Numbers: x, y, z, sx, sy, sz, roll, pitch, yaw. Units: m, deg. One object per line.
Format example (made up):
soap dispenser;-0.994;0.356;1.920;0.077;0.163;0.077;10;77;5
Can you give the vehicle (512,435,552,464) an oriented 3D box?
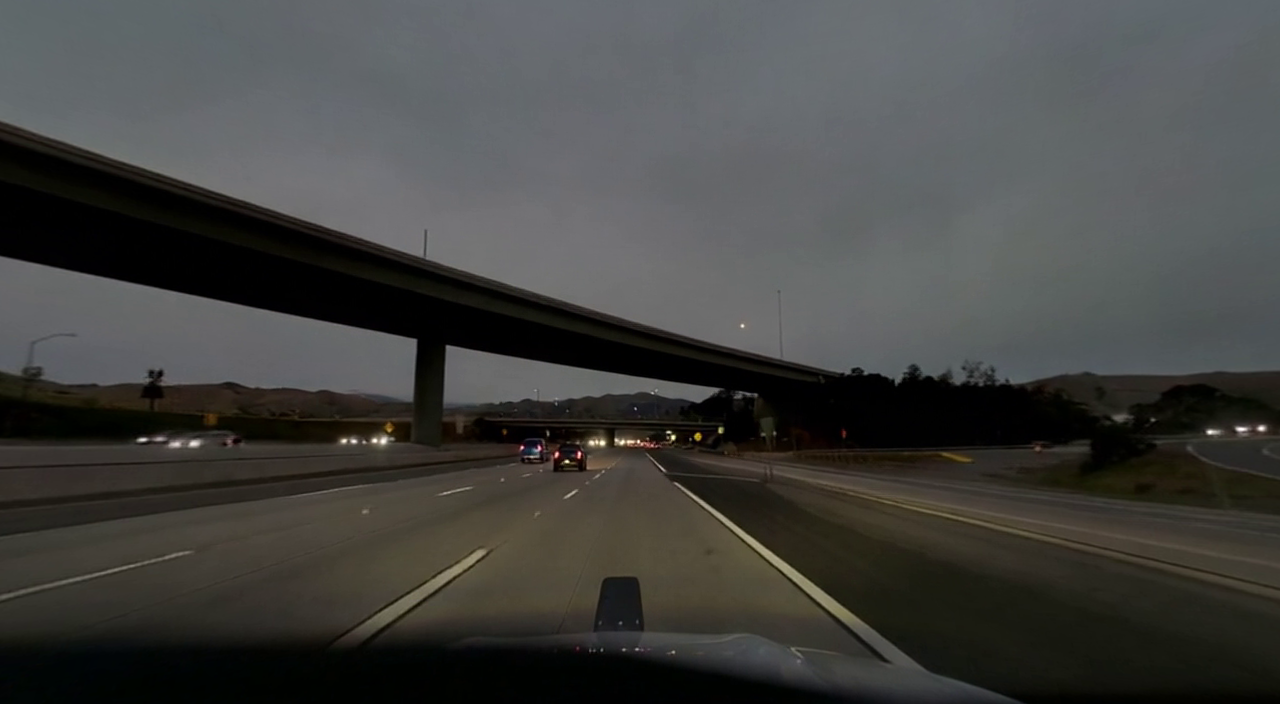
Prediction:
vehicle;-7.909;7.167;46.355;2.132;1.984;4.639;0;-9;0

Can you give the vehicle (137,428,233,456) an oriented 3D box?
vehicle;-30.263;6.082;42.144;2.108;1.733;5.604;-1;-9;2

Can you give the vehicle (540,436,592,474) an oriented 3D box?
vehicle;-3.868;5.490;33.679;2.144;1.847;4.850;0;-9;1
